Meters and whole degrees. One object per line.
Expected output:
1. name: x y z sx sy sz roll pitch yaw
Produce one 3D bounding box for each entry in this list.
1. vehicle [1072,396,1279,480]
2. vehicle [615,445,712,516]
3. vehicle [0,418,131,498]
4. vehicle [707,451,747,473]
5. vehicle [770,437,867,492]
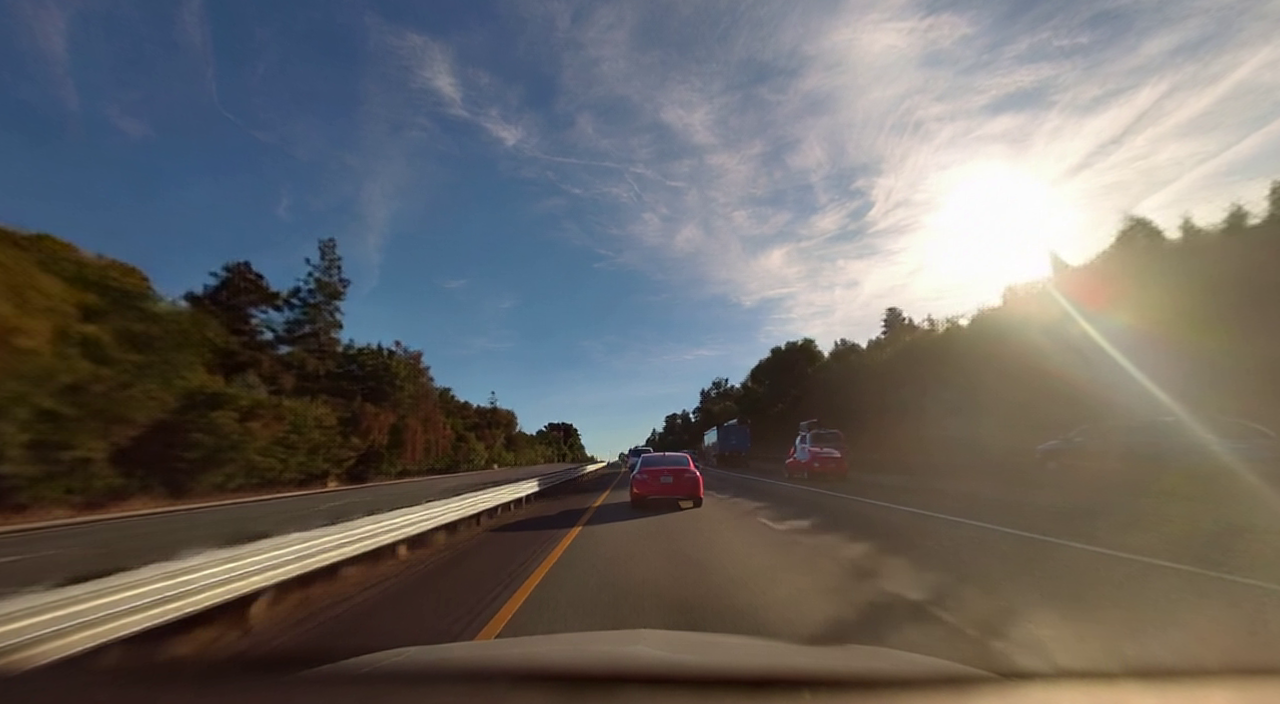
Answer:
1. vehicle: 31.741 5.006 35.917 2.822 3.996 14.073 1 -9 -7
2. vehicle: 0.484 3.060 15.425 2.076 1.485 3.774 0 -9 0
3. vehicle: -33.327 5.931 35.344 2.902 3.981 7.819 -3 -8 0
4. vehicle: 6.025 7.633 43.962 2.015 1.454 4.324 0 -9 -2
5. vehicle: 6.508 4.149 23.577 2.177 1.827 4.565 0 -9 -1
